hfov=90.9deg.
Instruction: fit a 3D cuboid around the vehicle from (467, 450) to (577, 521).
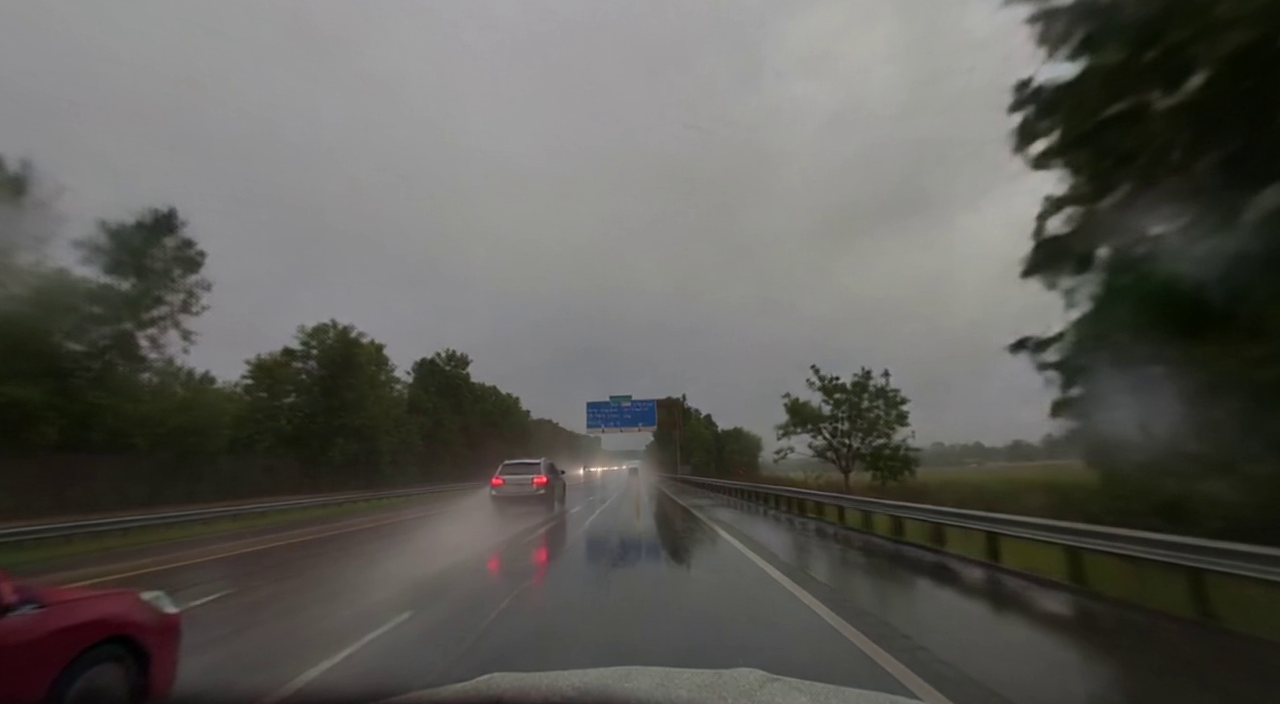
[{"bbox_3d":[-3.110,3.699,17.728,2.107,1.668,4.554,1,-11,1],"label":"vehicle"}]
